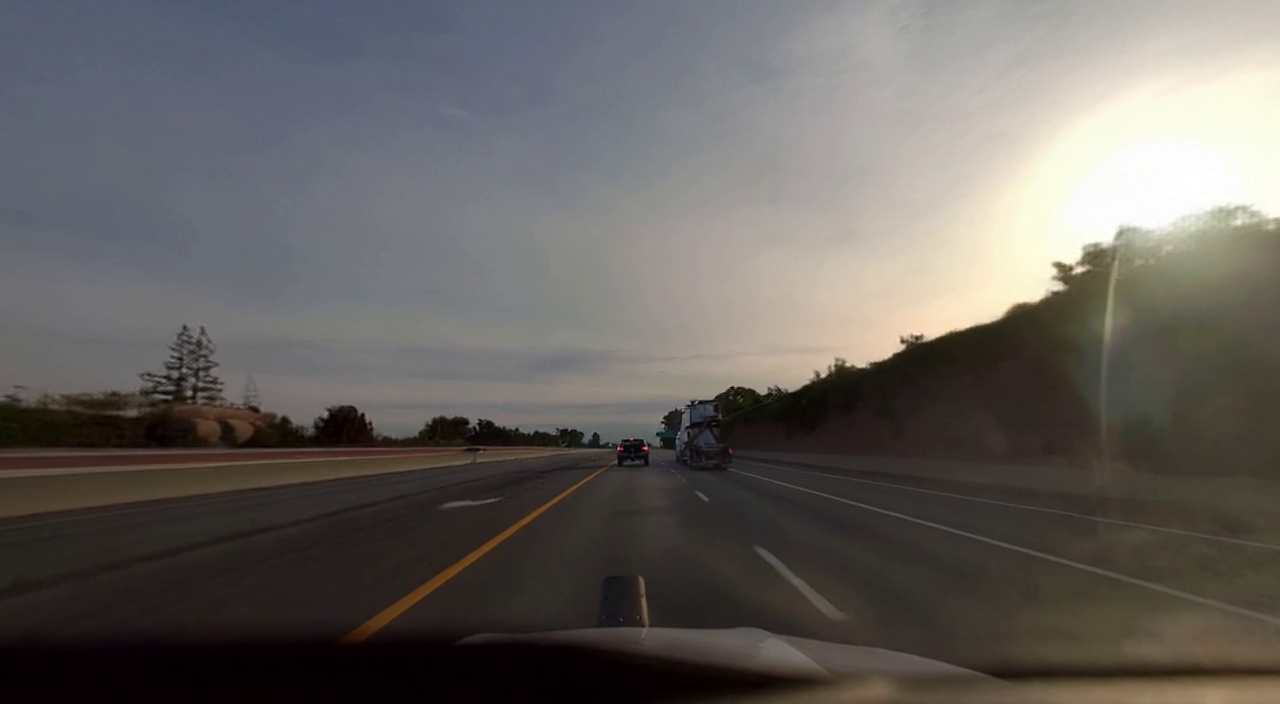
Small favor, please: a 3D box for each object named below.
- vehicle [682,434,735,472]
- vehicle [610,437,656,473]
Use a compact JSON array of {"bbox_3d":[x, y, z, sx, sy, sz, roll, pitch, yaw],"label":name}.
[{"bbox_3d":[3.587,5.428,33.950,2.269,1.839,4.554,0,-9,-1],"label":"vehicle"},{"bbox_3d":[-0.303,5.196,31.853,2.142,1.664,4.076,0,-9,1],"label":"vehicle"}]
